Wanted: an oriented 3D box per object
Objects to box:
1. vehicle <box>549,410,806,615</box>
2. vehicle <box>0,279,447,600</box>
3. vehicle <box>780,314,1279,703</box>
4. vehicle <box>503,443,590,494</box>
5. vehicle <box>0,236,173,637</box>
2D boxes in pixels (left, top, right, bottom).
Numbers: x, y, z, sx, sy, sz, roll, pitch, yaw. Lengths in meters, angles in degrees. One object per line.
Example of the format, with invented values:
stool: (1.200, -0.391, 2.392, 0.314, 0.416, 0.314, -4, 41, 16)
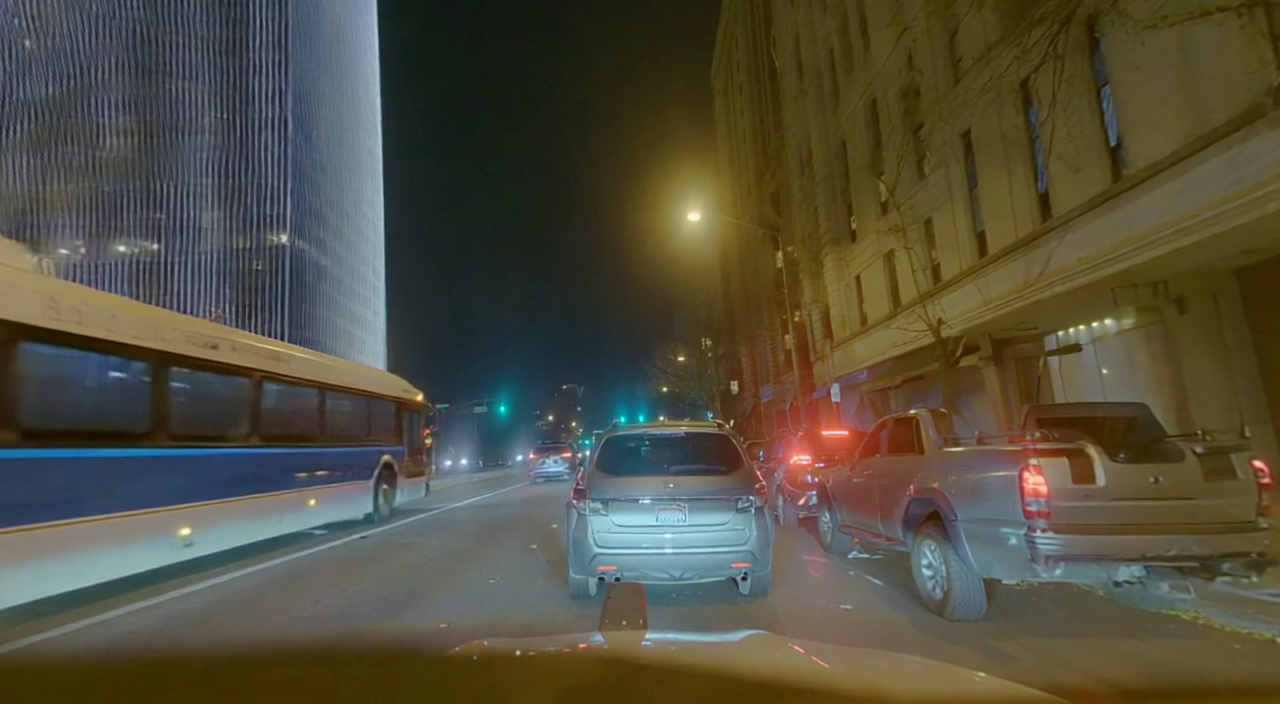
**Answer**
vehicle: (0.242, 1.550, 6.888, 2.045, 1.608, 3.573, 0, -9, -2)
vehicle: (-6.798, 1.611, 11.594, 3.152, 3.309, 10.159, 0, -9, 1)
vehicle: (2.757, 1.115, 4.988, 2.117, 1.855, 4.794, 0, -9, -1)
vehicle: (-2.961, 3.825, 21.159, 2.088, 1.483, 4.708, 0, -9, 1)
vehicle: (-6.820, 0.279, 2.443, 2.907, 3.307, 9.137, 0, -9, 0)
